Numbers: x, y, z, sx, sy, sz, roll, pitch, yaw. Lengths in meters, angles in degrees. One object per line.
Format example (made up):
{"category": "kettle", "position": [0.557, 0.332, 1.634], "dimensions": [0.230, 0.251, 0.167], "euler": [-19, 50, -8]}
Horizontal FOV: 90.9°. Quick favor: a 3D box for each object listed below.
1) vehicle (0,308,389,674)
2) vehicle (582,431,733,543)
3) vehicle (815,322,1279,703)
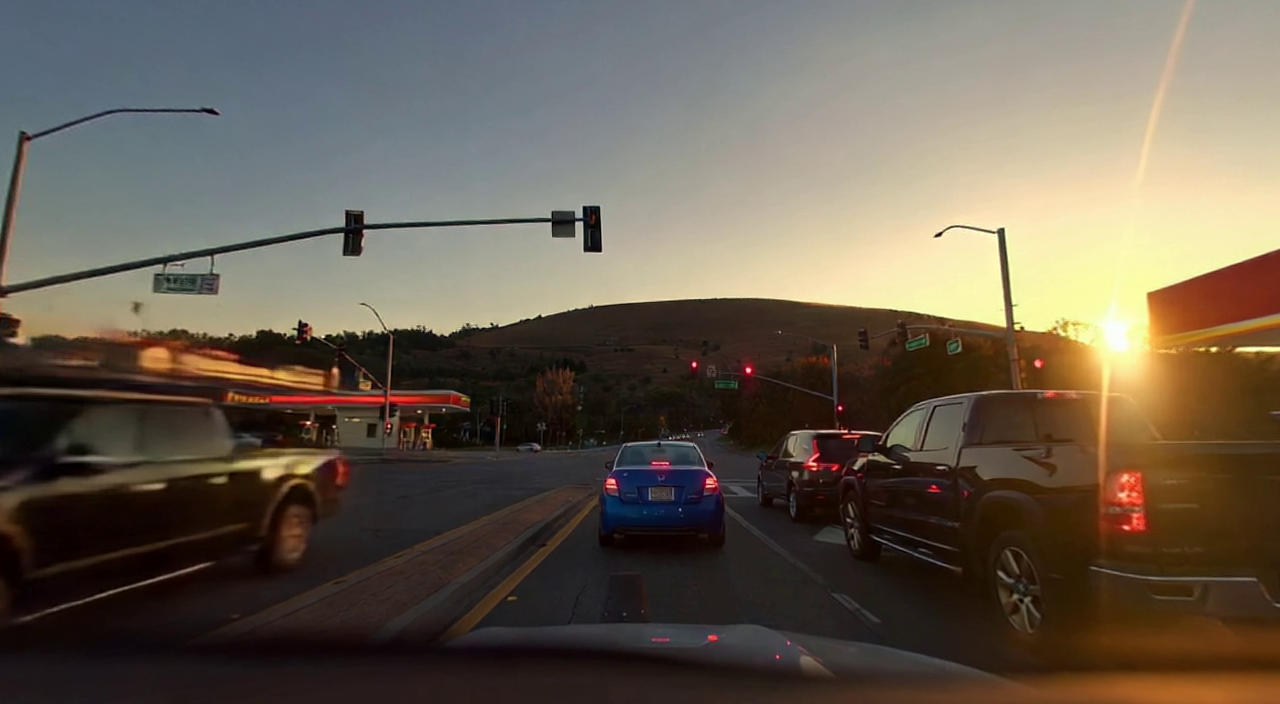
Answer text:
{"category": "vehicle", "position": [-4.814, 1.027, 5.581], "dimensions": [2.615, 2.031, 5.638], "euler": [2, -8, 2]}
{"category": "vehicle", "position": [0.239, 2.118, 10.513], "dimensions": [2.027, 1.494, 3.824], "euler": [0, -8, 0]}
{"category": "vehicle", "position": [3.561, 1.242, 5.585], "dimensions": [2.277, 1.871, 6.143], "euler": [0, -8, 0]}
